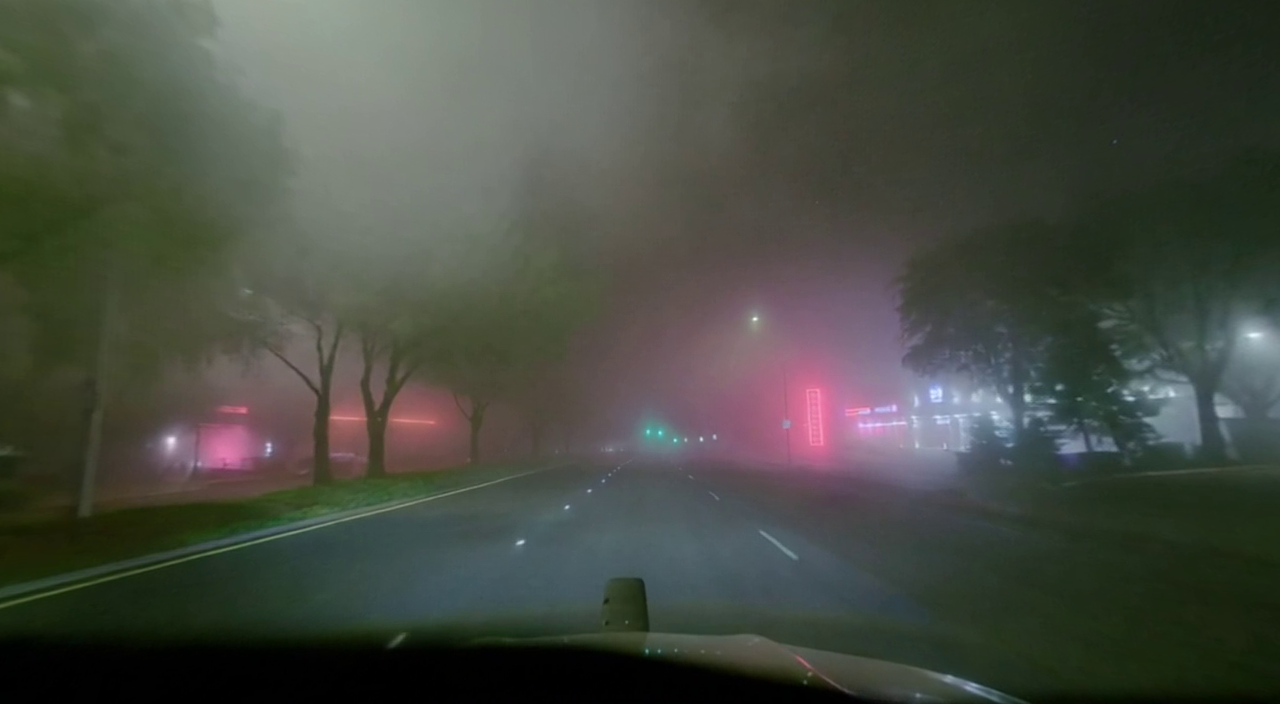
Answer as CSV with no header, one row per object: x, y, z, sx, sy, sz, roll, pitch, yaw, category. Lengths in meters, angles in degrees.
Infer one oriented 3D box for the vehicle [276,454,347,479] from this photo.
-22.107,7.705,42.666,2.135,1.467,4.653,-1,-8,2,vehicle
